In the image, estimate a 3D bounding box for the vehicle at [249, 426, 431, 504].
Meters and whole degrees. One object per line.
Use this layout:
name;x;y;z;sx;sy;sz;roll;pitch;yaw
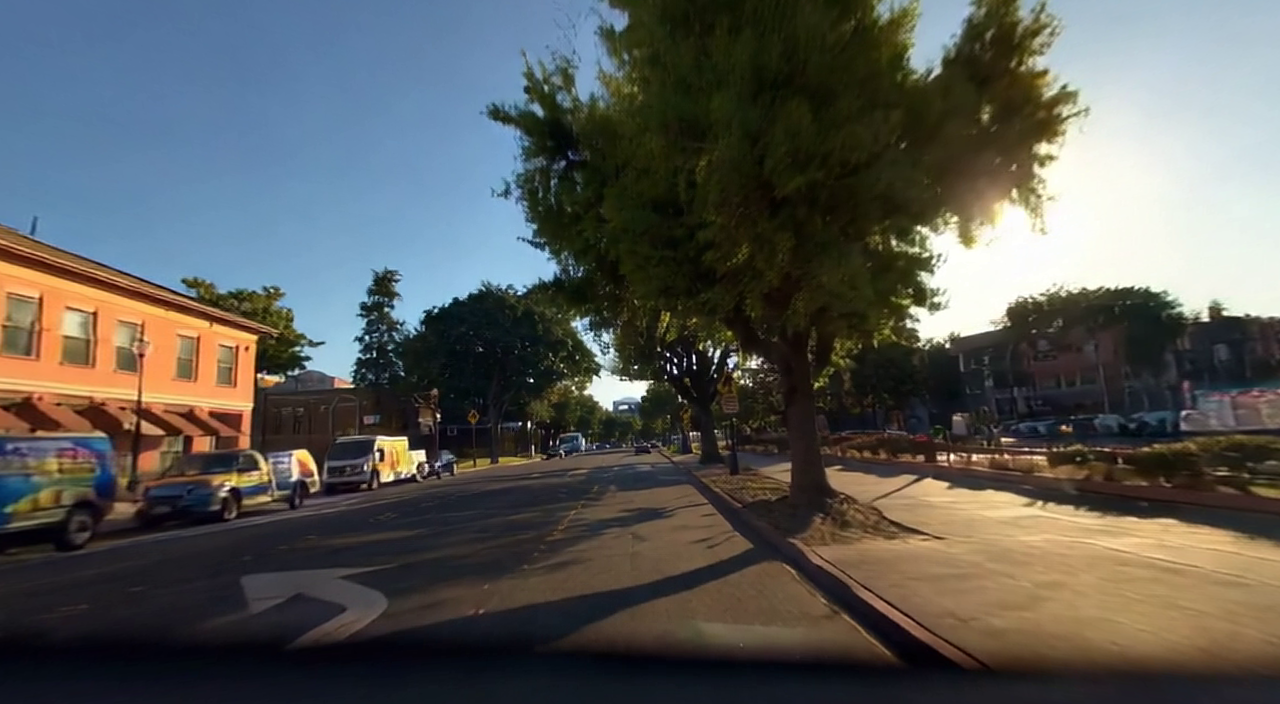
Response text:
vehicle;-9.269;3.456;19.737;4.607;2.118;2.095;8;-12;-44

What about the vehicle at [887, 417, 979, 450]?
vehicle;17.543;4.898;37.893;4.625;1.729;2.048;-4;-5;16

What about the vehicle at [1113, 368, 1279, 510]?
vehicle;11.082;1.093;9.946;5.453;1.794;2.011;-7;-6;-1

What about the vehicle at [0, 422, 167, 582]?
vehicle;-9.314;1.969;8.477;4.530;2.013;2.035;6;-11;-37

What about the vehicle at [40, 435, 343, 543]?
vehicle;-8.789;2.662;12.701;4.585;1.758;2.050;7;-15;-40
